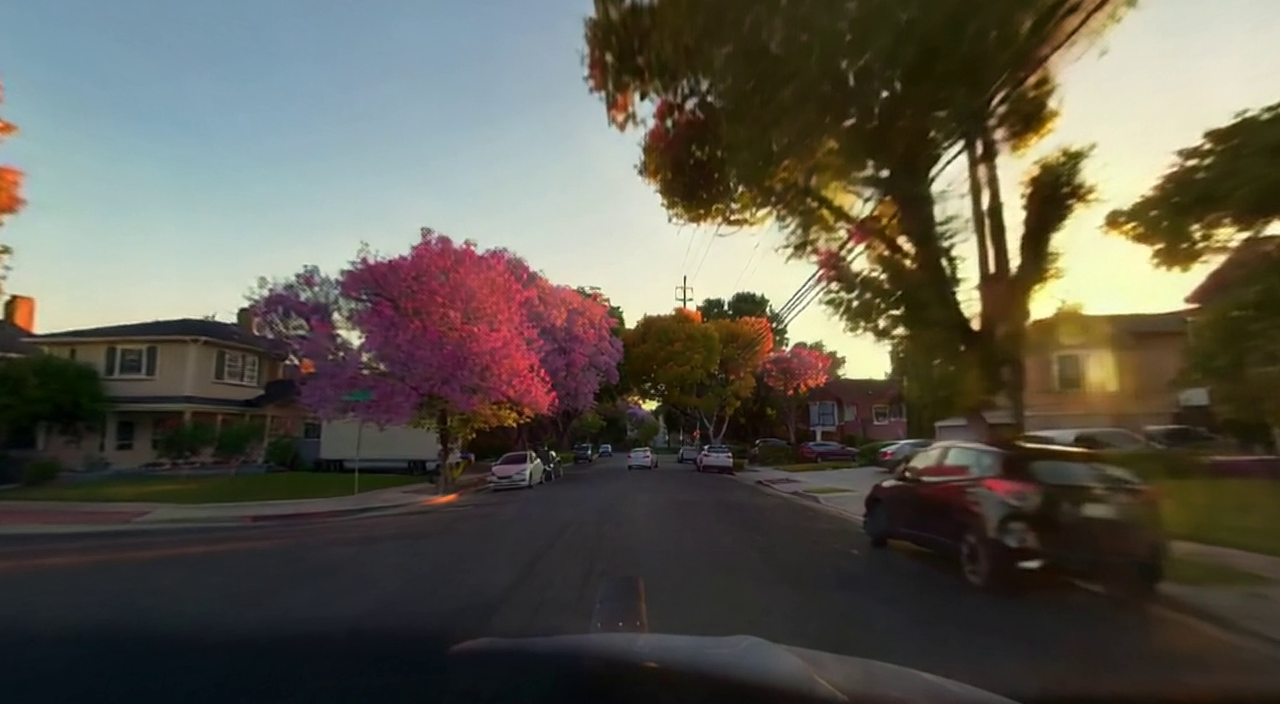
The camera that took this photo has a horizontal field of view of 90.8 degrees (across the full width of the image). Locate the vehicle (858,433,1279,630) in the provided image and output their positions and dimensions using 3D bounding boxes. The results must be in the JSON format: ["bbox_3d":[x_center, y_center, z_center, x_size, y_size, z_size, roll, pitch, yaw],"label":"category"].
[{"bbox_3d":[4.259,1.756,7.246,2.058,1.535,4.323,0,-9,2],"label":"vehicle"}]

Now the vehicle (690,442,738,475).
[{"bbox_3d":[3.997,5.836,34.936,2.103,1.679,4.386,0,-9,-1],"label":"vehicle"}]

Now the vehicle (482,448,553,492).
[{"bbox_3d":[-4.767,4.628,25.165,1.874,1.413,4.442,0,-7,1],"label":"vehicle"}]

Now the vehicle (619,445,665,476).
[{"bbox_3d":[0.179,5.370,31.555,2.075,1.449,4.526,-1,-9,3],"label":"vehicle"}]

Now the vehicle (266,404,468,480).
[{"bbox_3d":[-12.920,4.357,30.460,8.239,3.354,2.902,1,-9,1],"label":"vehicle"}]
